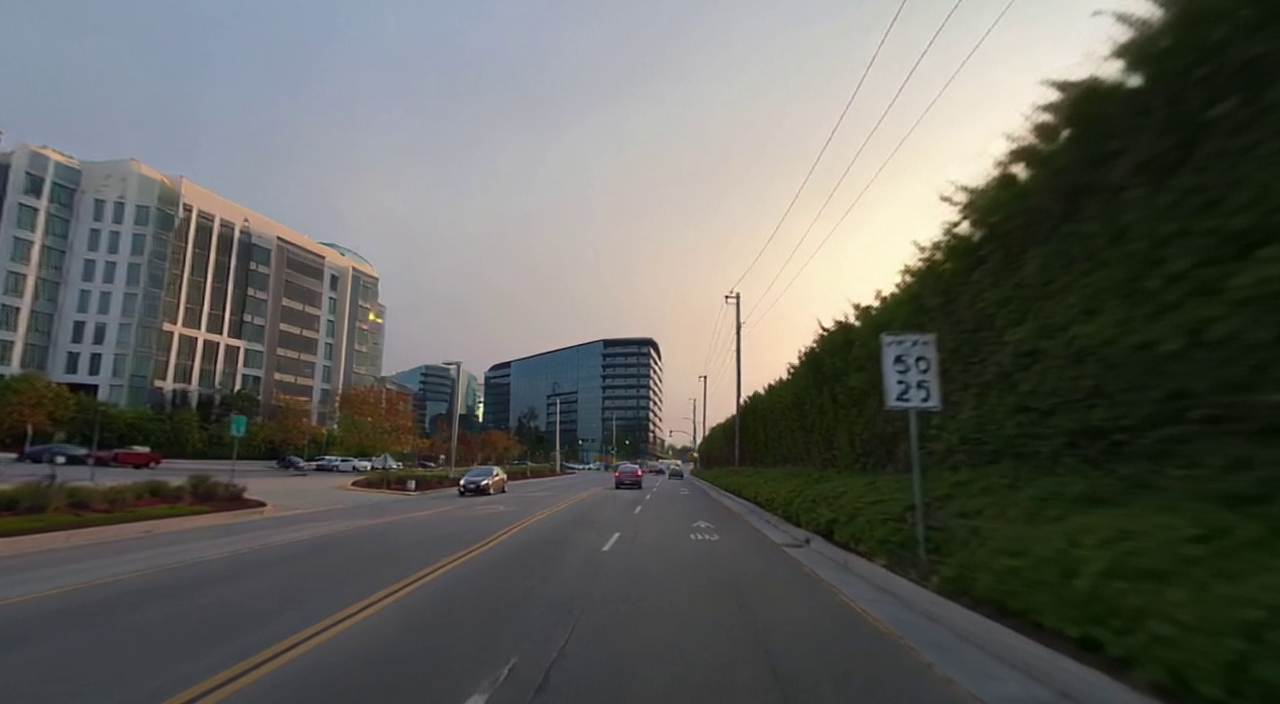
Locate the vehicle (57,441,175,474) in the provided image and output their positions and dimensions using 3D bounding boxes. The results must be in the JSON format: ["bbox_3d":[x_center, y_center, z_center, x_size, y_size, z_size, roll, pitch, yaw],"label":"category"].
[{"bbox_3d":[-33.443,6.795,40.331,2.033,1.959,5.294,-4,-11,22],"label":"vehicle"}]

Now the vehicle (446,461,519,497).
[{"bbox_3d":[-7.041,5.753,28.660,1.979,1.499,4.666,0,-10,2],"label":"vehicle"}]

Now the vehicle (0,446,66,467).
[{"bbox_3d":[-44.709,7.650,45.726,1.714,1.464,3.804,-3,-11,20],"label":"vehicle"}]

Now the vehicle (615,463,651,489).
[{"bbox_3d":[-0.401,8.170,41.577,2.067,1.629,3.858,0,-10,5],"label":"vehicle"}]
